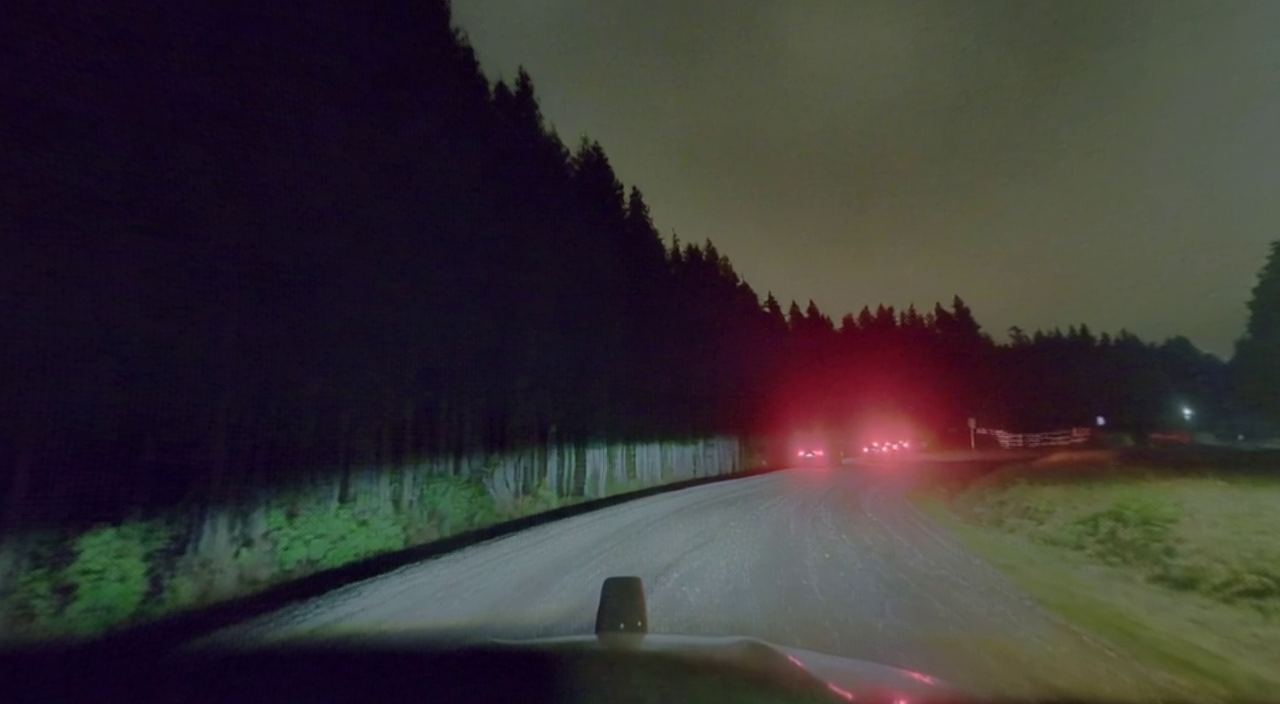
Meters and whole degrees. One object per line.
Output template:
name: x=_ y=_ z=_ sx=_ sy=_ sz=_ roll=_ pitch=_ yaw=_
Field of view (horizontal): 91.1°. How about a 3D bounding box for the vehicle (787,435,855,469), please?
vehicle: x=10.354 y=5.665 z=35.800 sx=1.988 sy=1.789 sz=4.257 roll=-6 pitch=-11 yaw=42
